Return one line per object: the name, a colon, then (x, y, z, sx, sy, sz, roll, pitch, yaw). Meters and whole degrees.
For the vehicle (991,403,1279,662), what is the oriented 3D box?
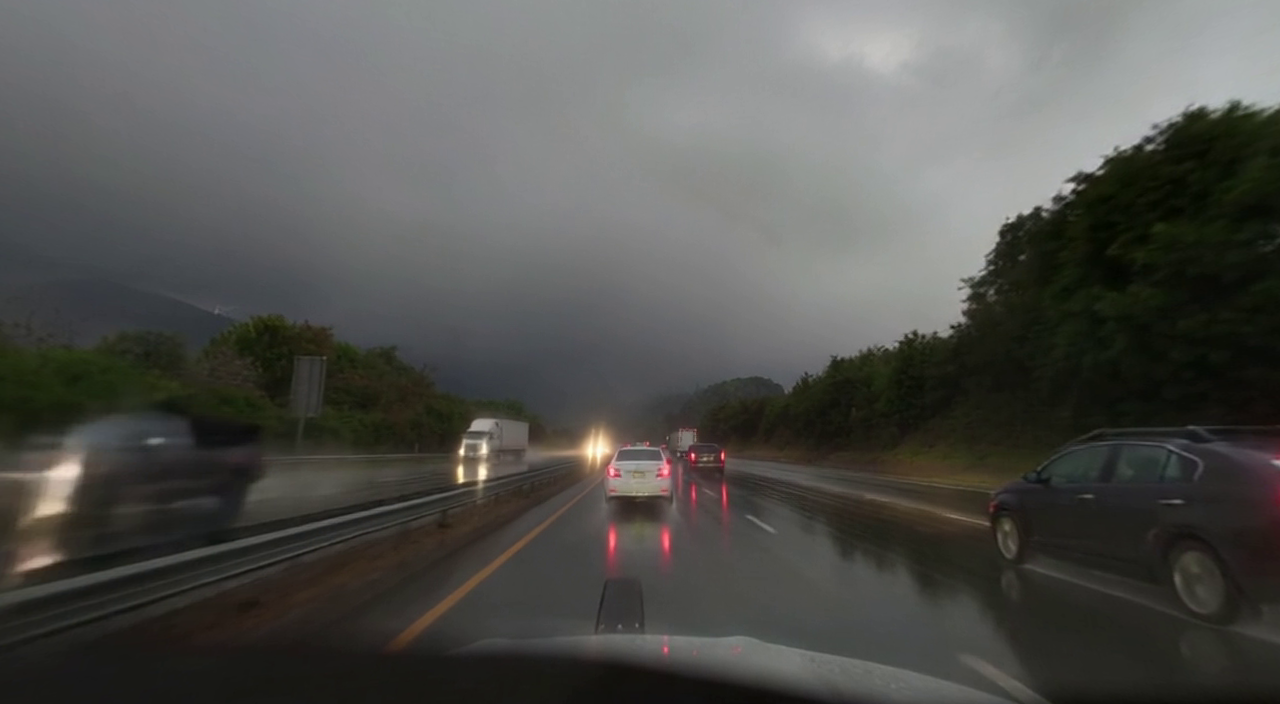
vehicle: (4.746, 1.208, 4.662, 1.931, 1.516, 3.995, 0, -9, 0)

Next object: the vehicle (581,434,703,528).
vehicle: (0.005, 2.492, 12.658, 2.088, 1.580, 3.657, 0, -9, -1)

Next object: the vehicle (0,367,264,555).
vehicle: (-9.551, 1.849, 11.073, 2.512, 2.475, 5.406, 0, -9, -1)
